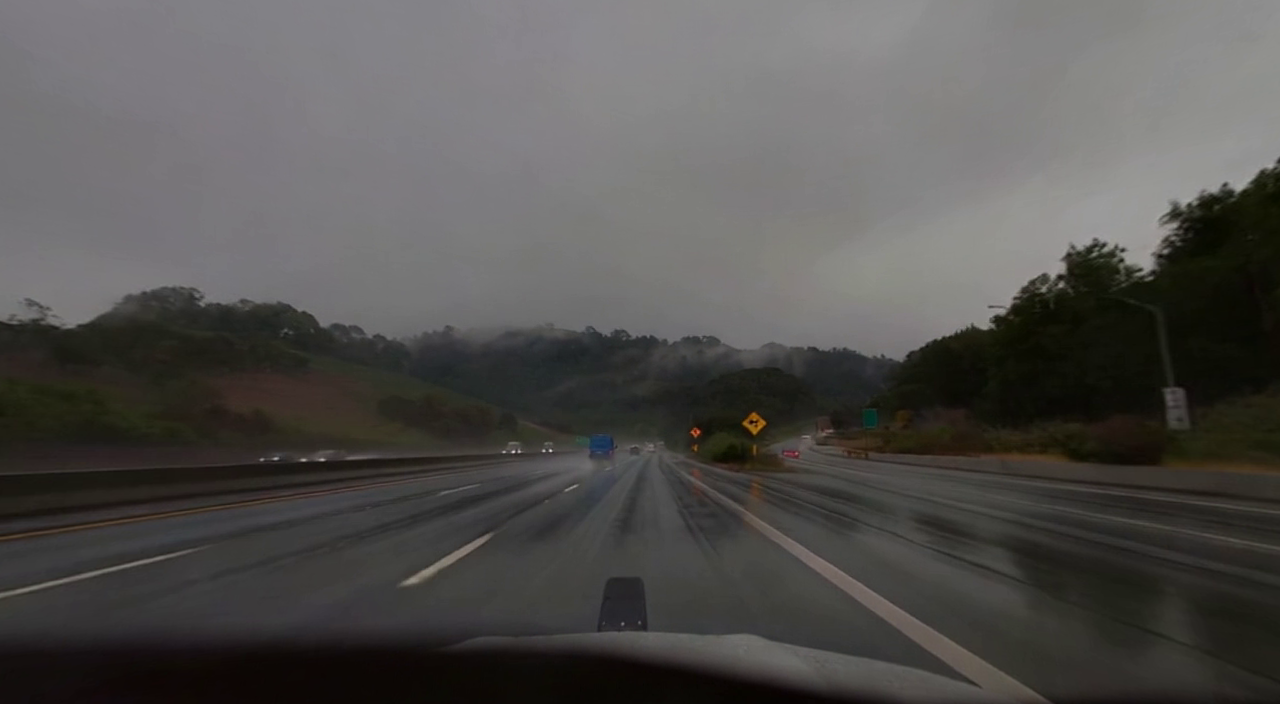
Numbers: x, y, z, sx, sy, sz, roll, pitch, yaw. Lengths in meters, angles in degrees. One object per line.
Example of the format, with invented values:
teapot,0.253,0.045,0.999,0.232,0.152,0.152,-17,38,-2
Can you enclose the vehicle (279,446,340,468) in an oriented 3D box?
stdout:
vehicle,-25.798,8.176,49.228,1.964,1.621,5.002,0,-8,1
